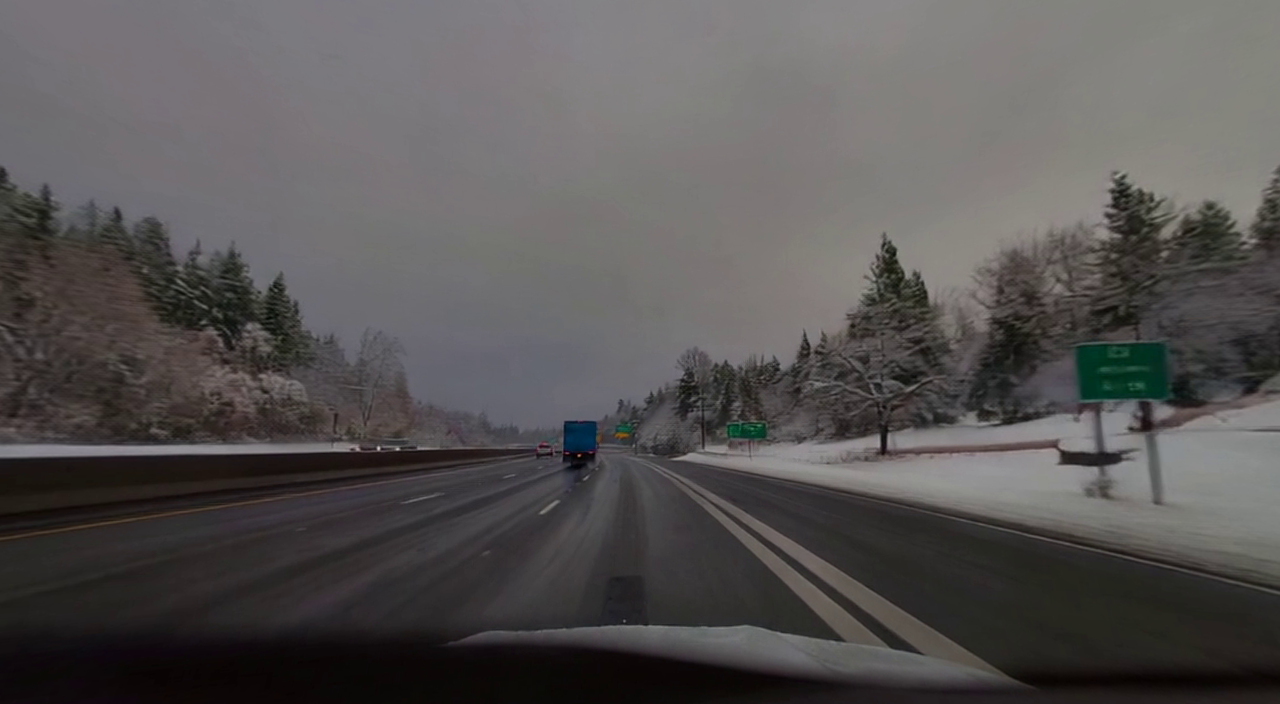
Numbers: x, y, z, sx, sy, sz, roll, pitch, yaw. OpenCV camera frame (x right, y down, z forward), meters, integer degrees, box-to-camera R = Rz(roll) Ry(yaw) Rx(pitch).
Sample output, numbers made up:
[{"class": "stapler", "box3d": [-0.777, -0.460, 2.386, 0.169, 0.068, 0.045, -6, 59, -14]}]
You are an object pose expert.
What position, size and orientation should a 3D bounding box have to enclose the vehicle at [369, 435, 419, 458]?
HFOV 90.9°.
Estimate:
[{"class": "vehicle", "box3d": [-19.351, 7.466, 49.812, 2.093, 1.664, 4.978, 0, -8, -3]}]
